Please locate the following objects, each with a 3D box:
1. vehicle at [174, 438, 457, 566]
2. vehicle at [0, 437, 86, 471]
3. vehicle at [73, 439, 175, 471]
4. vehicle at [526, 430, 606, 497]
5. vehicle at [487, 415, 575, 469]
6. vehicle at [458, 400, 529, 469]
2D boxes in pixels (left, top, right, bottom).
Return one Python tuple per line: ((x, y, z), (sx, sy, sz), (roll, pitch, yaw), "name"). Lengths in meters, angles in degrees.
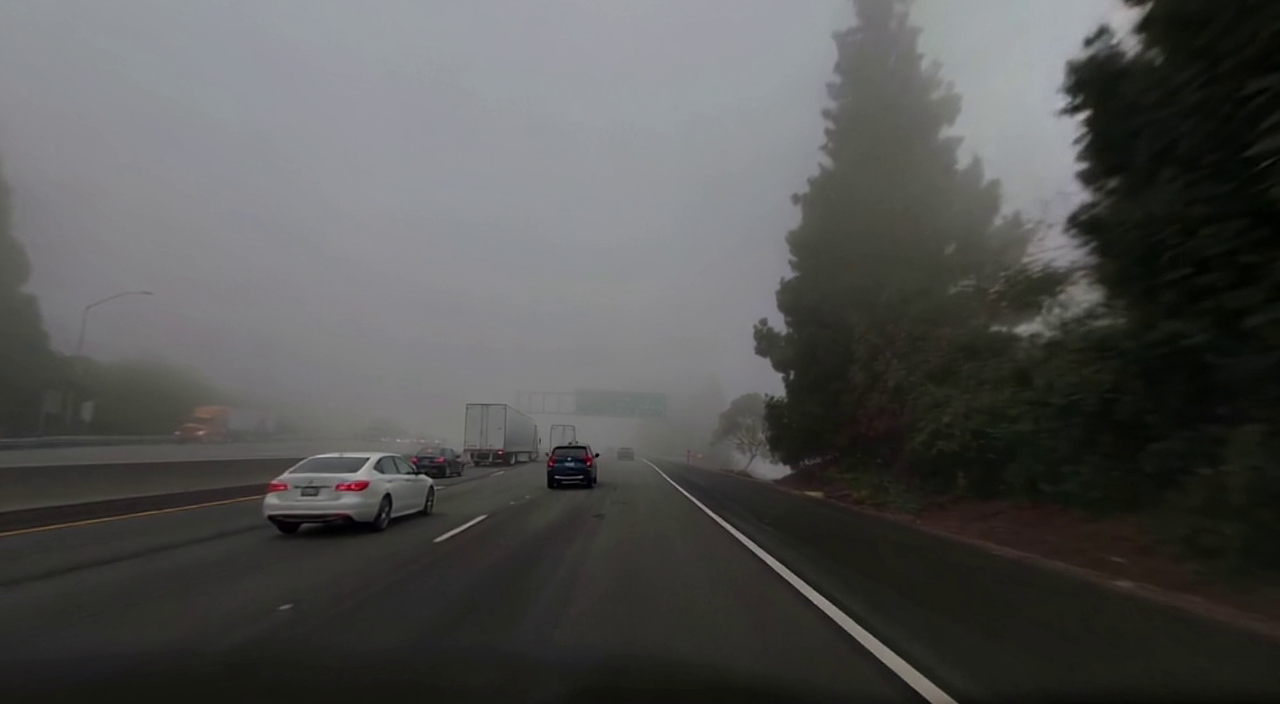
((-4.390, 2.063, 9.608), (1.932, 1.445, 4.625), (0, -8, -2), "vehicle")
((-30.953, 5.179, 32.309), (1.810, 1.585, 4.116), (1, -8, -5), "vehicle")
((-26.388, 5.282, 32.598), (1.854, 1.490, 4.319), (1, -9, -5), "vehicle")
((-2.132, 3.398, 19.713), (2.093, 1.785, 5.303), (0, -8, -3), "vehicle")
((-6.322, 5.732, 39.665), (3.270, 2.674, 14.547), (-1, -9, -1), "vehicle")
((-10.773, 6.384, 48.077), (2.966, 4.493, 12.921), (0, -8, -3), "vehicle")
